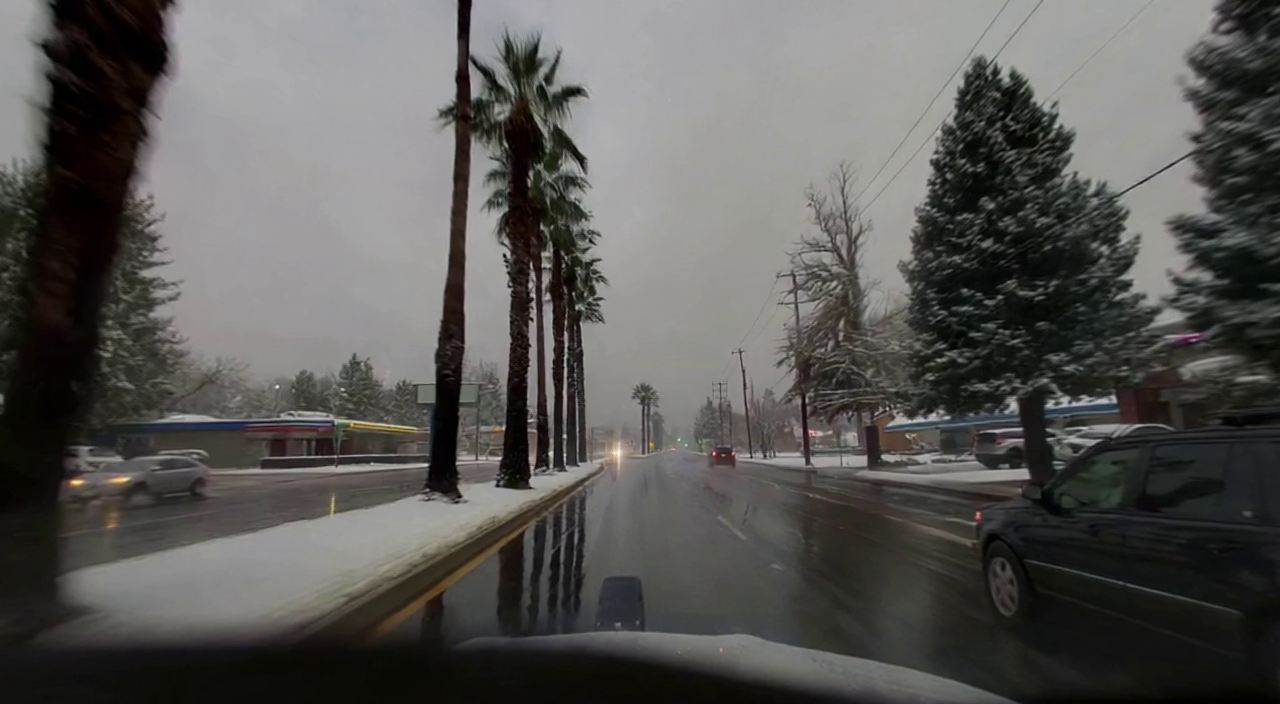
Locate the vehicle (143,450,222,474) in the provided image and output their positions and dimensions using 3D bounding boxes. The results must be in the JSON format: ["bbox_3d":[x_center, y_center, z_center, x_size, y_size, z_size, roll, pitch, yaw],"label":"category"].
[{"bbox_3d":[-32.172,7.721,44.603,1.886,1.609,4.563,-1,-9,6],"label":"vehicle"}]

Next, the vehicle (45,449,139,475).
[{"bbox_3d":[-38.485,7.693,44.557,2.172,1.703,4.689,-1,-9,4],"label":"vehicle"}]

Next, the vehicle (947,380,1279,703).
[{"bbox_3d":[3.401,0.895,2.280,2.075,1.579,5.101,0,-9,1],"label":"vehicle"}]
